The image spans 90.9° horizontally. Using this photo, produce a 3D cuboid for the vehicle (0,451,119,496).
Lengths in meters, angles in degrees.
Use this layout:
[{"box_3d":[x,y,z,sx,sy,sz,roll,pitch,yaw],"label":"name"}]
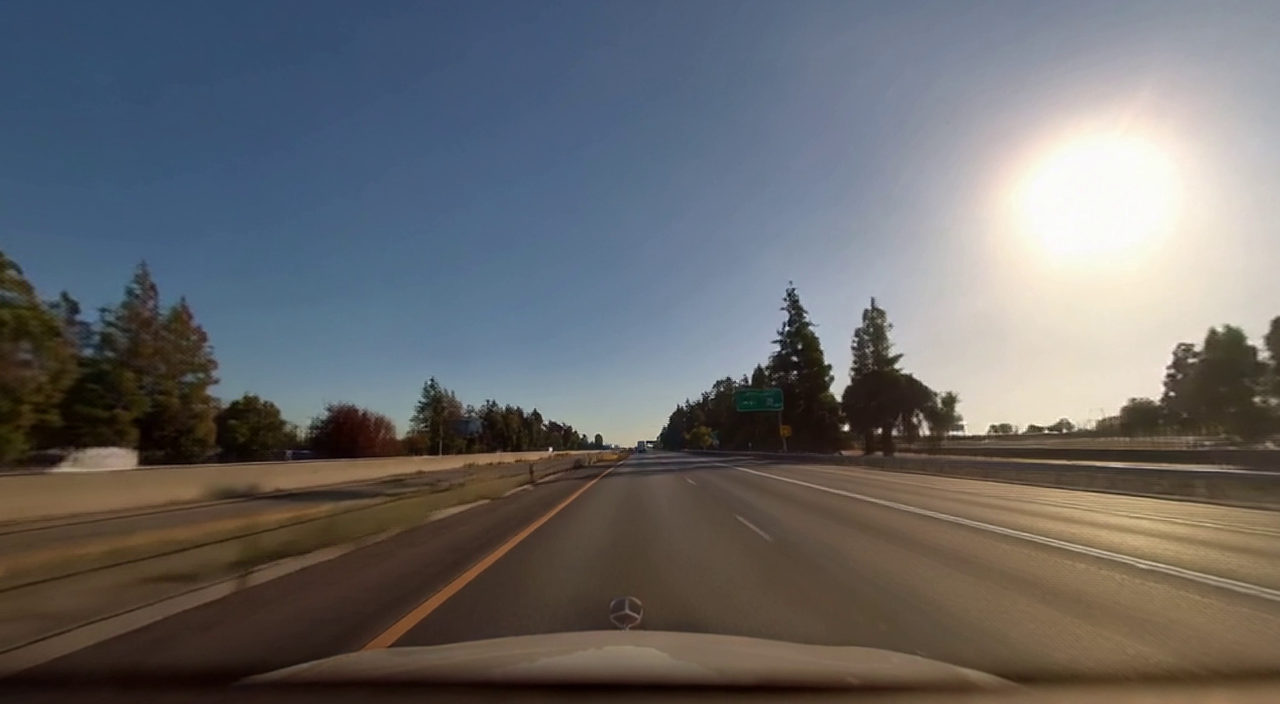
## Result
[{"box_3d":[-27.830,5.576,29.414,2.286,1.839,5.522,0,-8,0],"label":"vehicle"}]
